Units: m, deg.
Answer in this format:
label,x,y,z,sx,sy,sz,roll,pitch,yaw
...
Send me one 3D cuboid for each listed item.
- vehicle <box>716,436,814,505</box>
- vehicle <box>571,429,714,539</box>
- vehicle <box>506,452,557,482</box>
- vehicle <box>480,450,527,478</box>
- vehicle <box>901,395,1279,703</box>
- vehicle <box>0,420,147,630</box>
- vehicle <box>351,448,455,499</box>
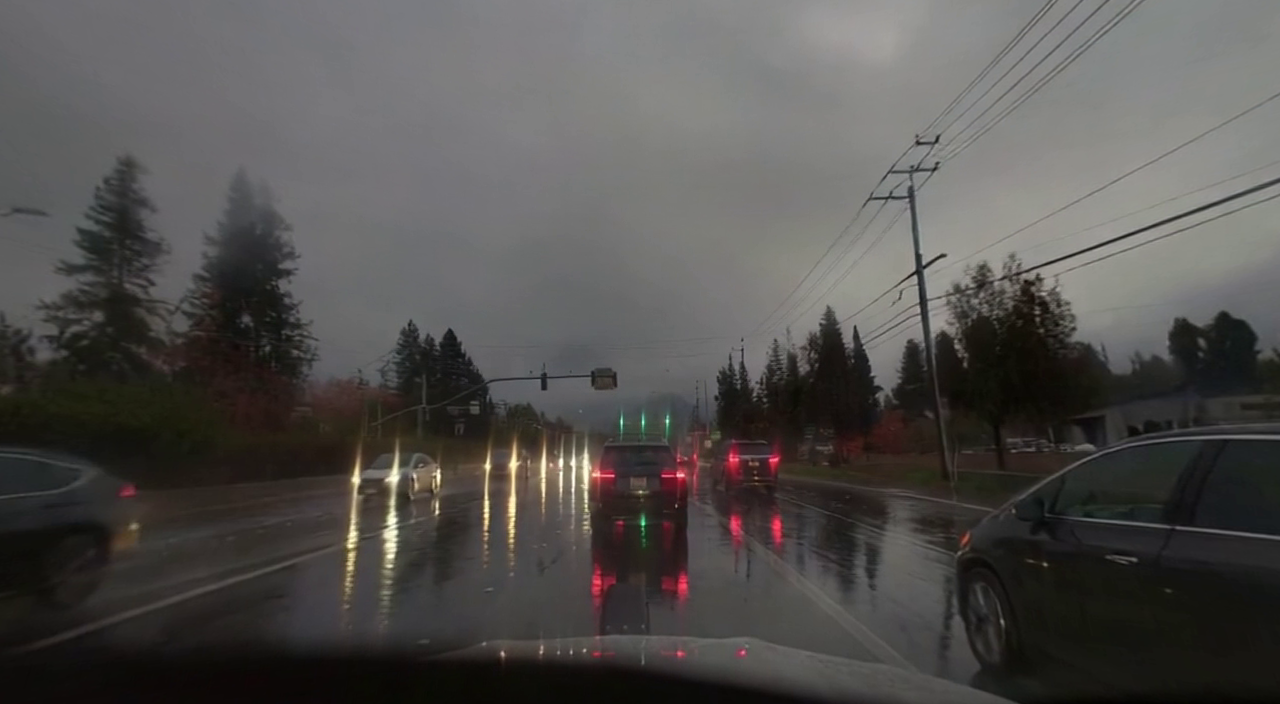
label,x,y,z,sx,sy,sz,roll,pitch,yaw
vehicle,3.361,3.257,17.754,1.914,1.698,4.049,0,-8,0
vehicle,0.055,2.342,11.805,2.200,1.653,4.127,0,-8,1
vehicle,-5.916,6.313,34.831,1.974,1.466,4.427,0,-8,1
vehicle,-9.636,7.912,44.846,2.188,1.836,4.877,-1,-8,1
vehicle,2.884,0.963,2.456,1.950,1.487,4.275,0,-8,1
vehicle,-6.426,1.337,4.514,2.218,1.722,4.397,0,-8,-1
vehicle,-9.469,4.866,25.814,2.086,1.850,5.349,-1,-8,1
